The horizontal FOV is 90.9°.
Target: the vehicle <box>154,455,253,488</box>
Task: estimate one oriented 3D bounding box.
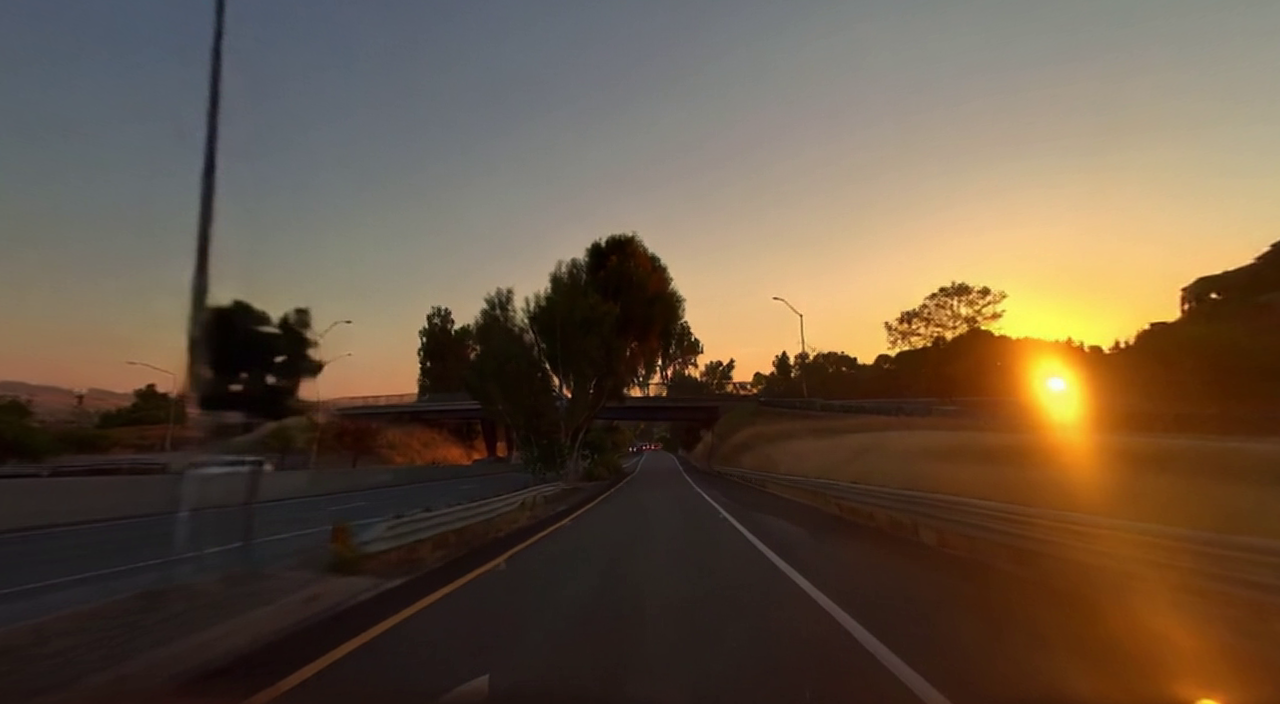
[{"bbox_3d":[-20.823,5.693,30.295,1.937,1.405,3.675,-1,-9,4],"label":"vehicle"}]
